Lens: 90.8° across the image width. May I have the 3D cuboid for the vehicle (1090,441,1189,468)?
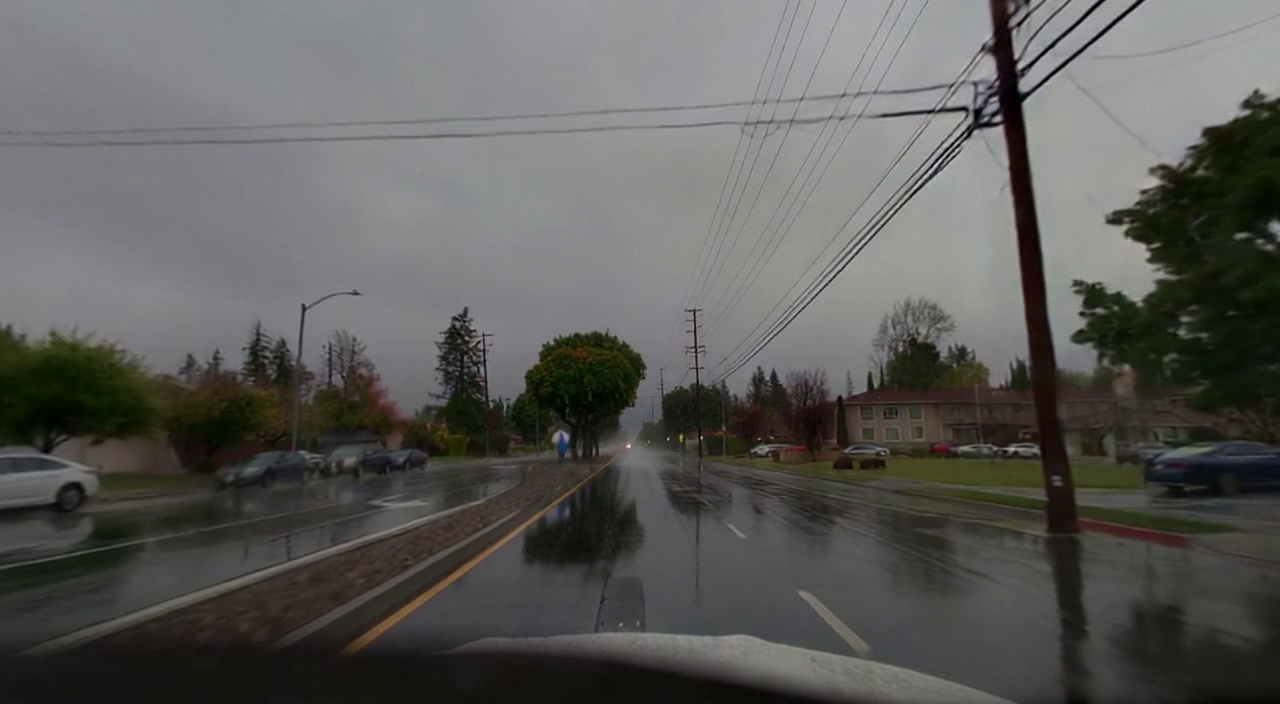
[{"bbox_3d":[33.215,6.812,42.184,1.792,1.586,4.905,0,-9,-17],"label":"vehicle"}]

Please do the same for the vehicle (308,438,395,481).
[{"bbox_3d":[-15.079,5.644,33.408,2.298,1.979,4.920,-3,-8,0],"label":"vehicle"}]

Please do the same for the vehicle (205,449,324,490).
[{"bbox_3d":[-15.280,4.768,26.052,2.058,1.479,4.519,0,-8,1],"label":"vehicle"}]

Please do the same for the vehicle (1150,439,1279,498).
[{"bbox_3d":[17.829,3.300,18.161,4.567,1.535,2.156,1,-8,-6],"label":"vehicle"}]
